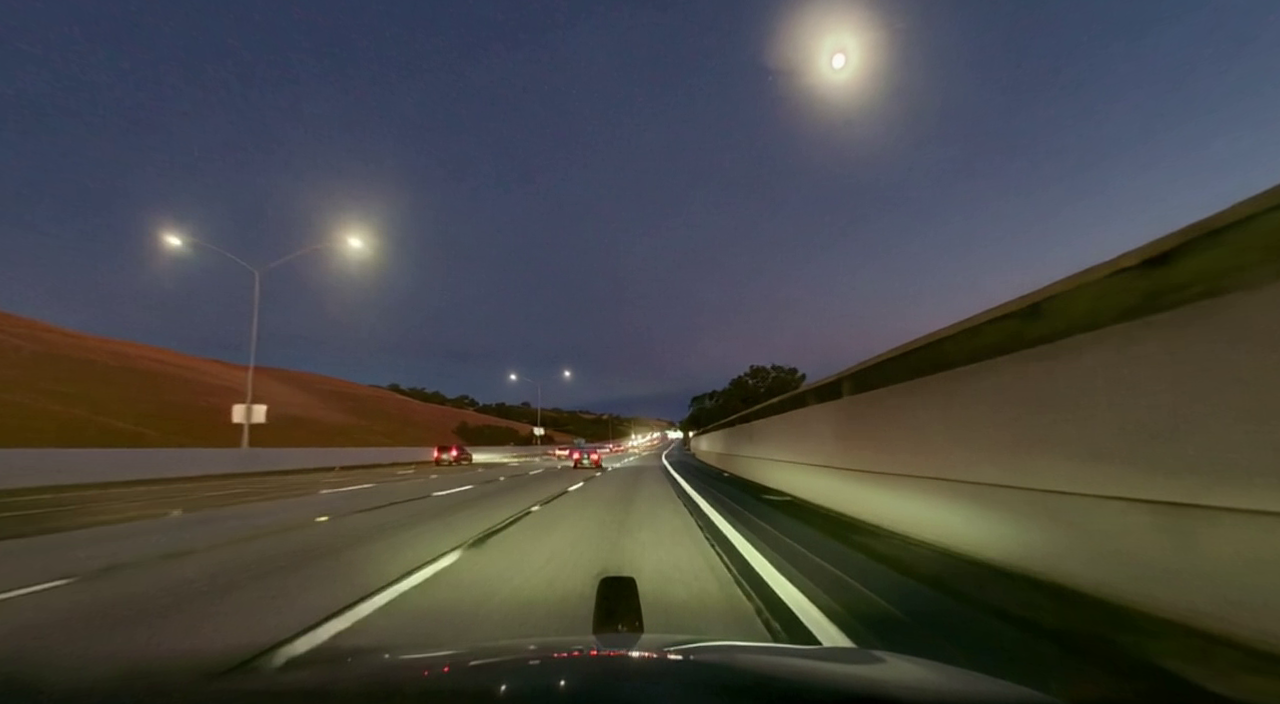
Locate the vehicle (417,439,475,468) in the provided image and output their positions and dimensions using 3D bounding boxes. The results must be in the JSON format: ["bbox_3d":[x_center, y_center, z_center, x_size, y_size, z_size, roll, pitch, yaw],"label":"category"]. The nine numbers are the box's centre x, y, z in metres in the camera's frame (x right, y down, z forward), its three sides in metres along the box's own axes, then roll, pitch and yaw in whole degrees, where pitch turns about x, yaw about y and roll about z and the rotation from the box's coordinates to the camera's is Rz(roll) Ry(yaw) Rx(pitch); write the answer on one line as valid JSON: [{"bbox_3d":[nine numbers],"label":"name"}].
[{"bbox_3d":[-12.667,6.672,41.568,2.076,1.766,4.831,0,-8,2],"label":"vehicle"}]

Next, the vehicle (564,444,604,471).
[{"bbox_3d":[-3.300,6.326,38.131,1.931,1.492,4.076,0,-8,2],"label":"vehicle"}]
